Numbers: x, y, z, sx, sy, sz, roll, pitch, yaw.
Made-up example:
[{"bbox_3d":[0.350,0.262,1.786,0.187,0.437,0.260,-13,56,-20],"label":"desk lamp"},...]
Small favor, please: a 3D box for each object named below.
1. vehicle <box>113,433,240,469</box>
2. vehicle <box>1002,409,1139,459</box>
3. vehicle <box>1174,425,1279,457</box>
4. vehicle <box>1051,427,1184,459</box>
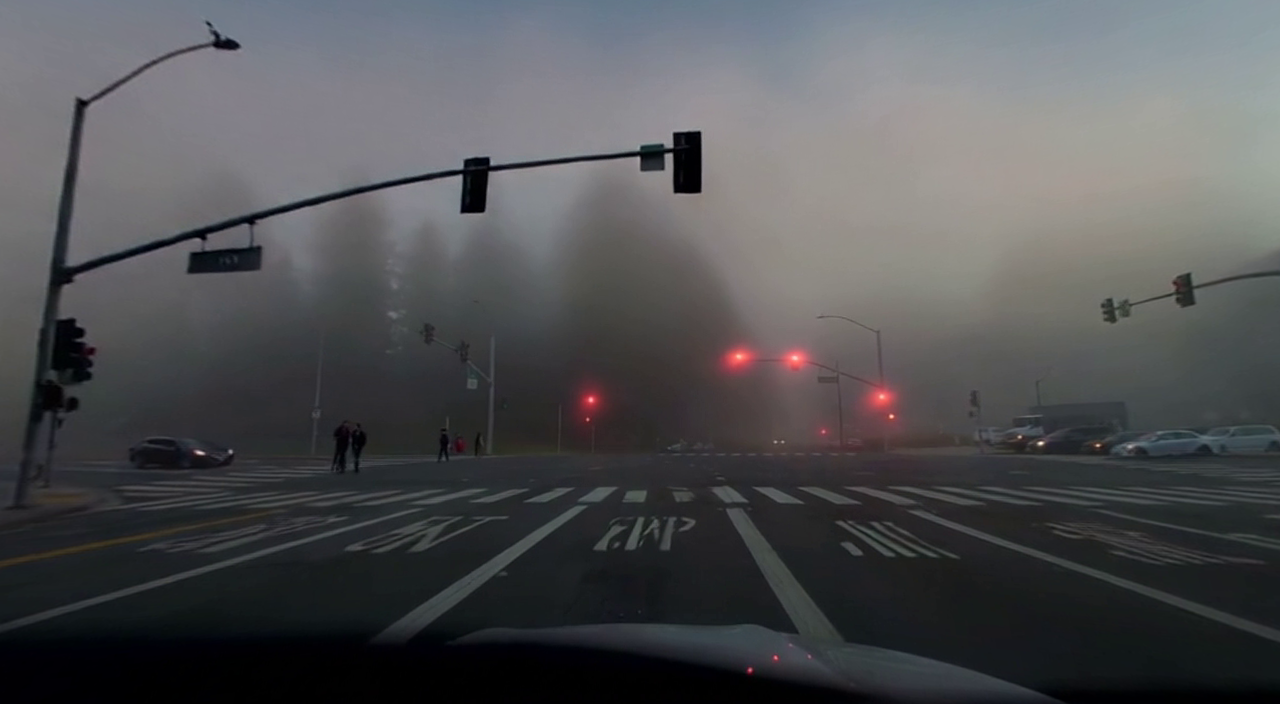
[{"bbox_3d":[-20.242,4.354,27.701,4.265,1.493,1.871,-1,-9,8],"label":"vehicle"},{"bbox_3d":[24.941,4.833,36.860,5.855,2.746,2.523,-1,-9,7],"label":"vehicle"},{"bbox_3d":[33.415,5.012,35.418,4.896,1.729,1.952,-1,-9,7],"label":"vehicle"},{"bbox_3d":[22.992,4.435,30.600,4.740,1.464,1.876,-1,-9,6],"label":"vehicle"}]
